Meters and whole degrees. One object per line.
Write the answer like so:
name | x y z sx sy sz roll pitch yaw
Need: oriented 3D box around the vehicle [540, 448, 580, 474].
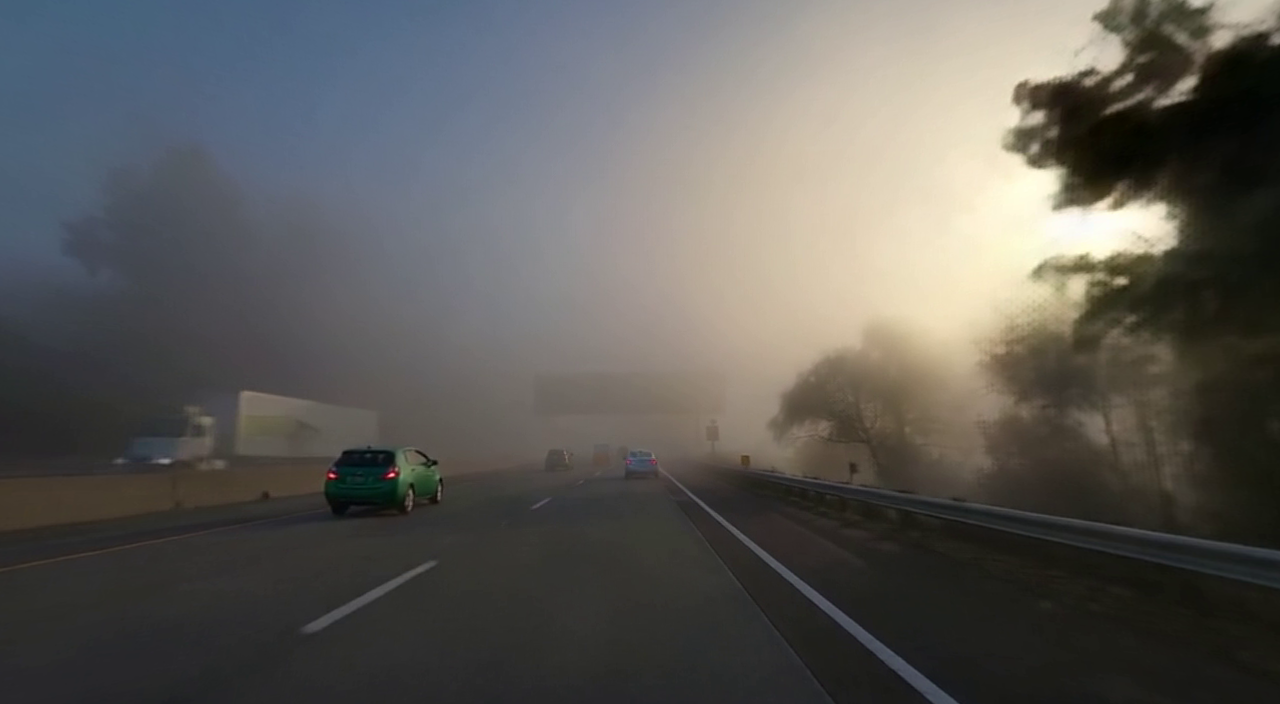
vehicle | -4.874 6.651 38.690 1.892 1.481 4.180 0 -9 1

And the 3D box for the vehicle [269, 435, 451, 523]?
vehicle | -5.876 2.698 13.898 2.058 1.626 4.118 0 -9 1

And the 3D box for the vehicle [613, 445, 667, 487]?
vehicle | -0.027 4.336 24.136 1.940 1.451 3.512 0 -9 -1

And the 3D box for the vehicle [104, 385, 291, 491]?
vehicle | -17.842 3.587 26.041 3.045 3.825 6.229 0 -9 0
